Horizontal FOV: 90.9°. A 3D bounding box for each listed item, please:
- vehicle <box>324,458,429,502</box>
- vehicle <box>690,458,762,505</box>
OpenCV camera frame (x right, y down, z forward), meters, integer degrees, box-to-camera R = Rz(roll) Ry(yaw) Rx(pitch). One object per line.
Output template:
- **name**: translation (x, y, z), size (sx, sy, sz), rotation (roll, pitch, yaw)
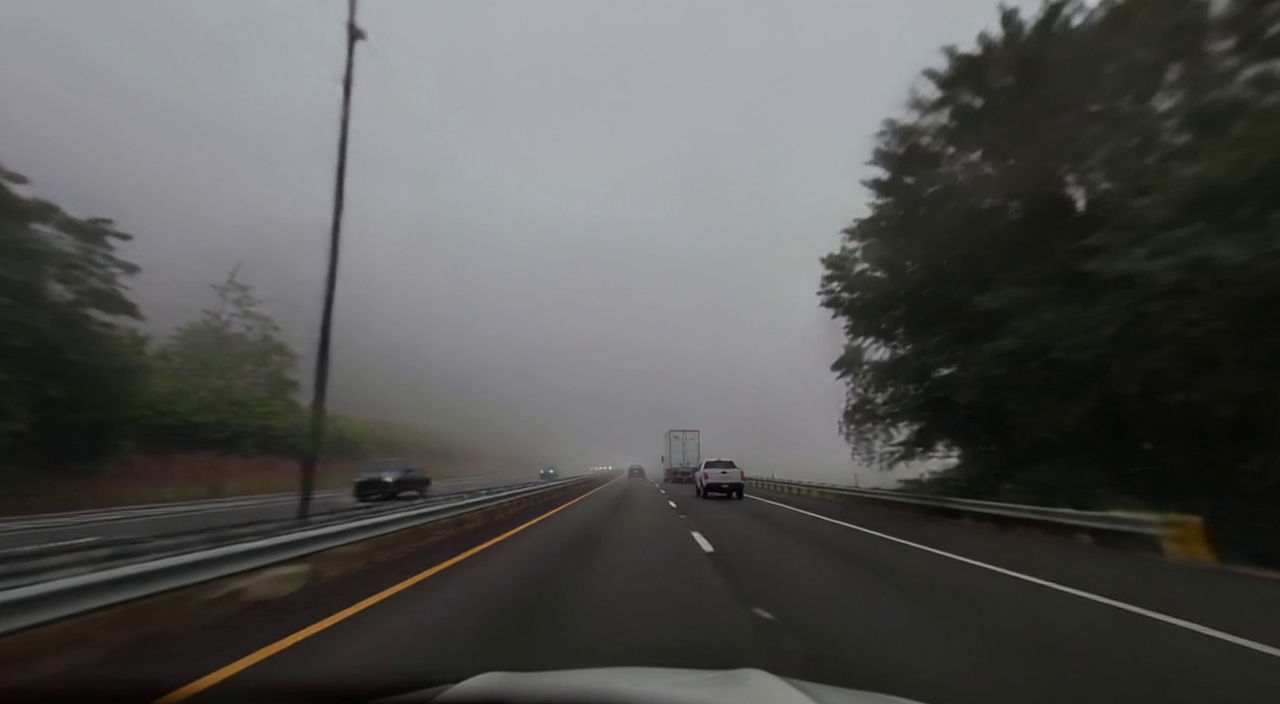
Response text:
- **vehicle**: translation (-10.354, 5.061, 25.175), size (2.228, 1.550, 4.490), rotation (1, -10, 0)
- **vehicle**: translation (3.299, 5.136, 25.195), size (2.124, 1.662, 4.641), rotation (1, -10, -1)
